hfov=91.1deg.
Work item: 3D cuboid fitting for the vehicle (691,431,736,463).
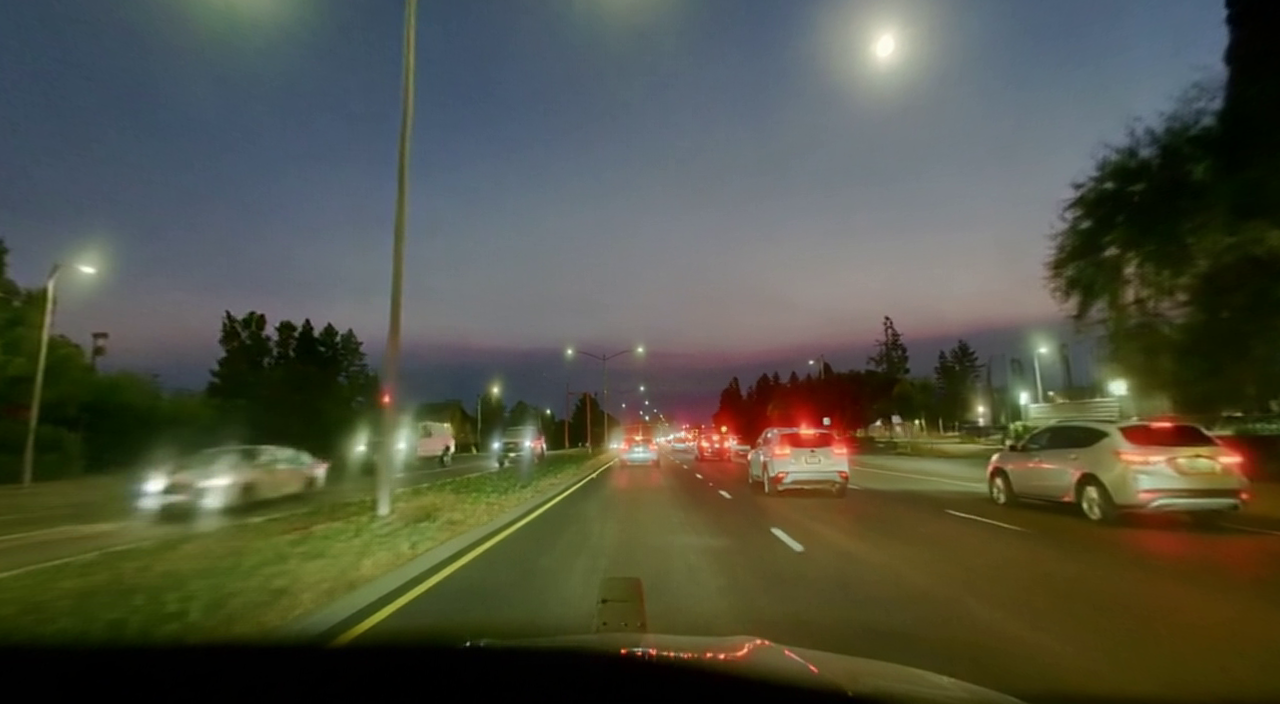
[{"bbox_3d":[4.093,5.384,35.717,1.982,1.709,4.427,0,-8,0],"label":"vehicle"}]

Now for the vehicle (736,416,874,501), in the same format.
[{"bbox_3d":[3.709,2.499,15.024,2.130,1.718,4.310,0,-8,0],"label":"vehicle"}]

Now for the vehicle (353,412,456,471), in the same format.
[{"bbox_3d":[-11.025,4.306,30.046,2.585,2.507,5.743,0,-9,1],"label":"vehicle"}]

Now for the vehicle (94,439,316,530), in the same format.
[{"bbox_3d":[-7.982,2.418,11.999,1.617,1.448,3.609,0,-9,0],"label":"vehicle"}]

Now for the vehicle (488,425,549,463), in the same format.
[{"bbox_3d":[-7.475,5.757,39.195,2.469,2.200,5.517,0,-9,3],"label":"vehicle"}]

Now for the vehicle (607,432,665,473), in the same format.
[{"bbox_3d":[-0.129,4.004,25.095,2.111,1.506,4.018,0,-8,1],"label":"vehicle"}]

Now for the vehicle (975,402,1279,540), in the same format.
[{"bbox_3d":[7.619,1.815,10.110,2.008,1.714,4.407,0,-9,1],"label":"vehicle"}]
